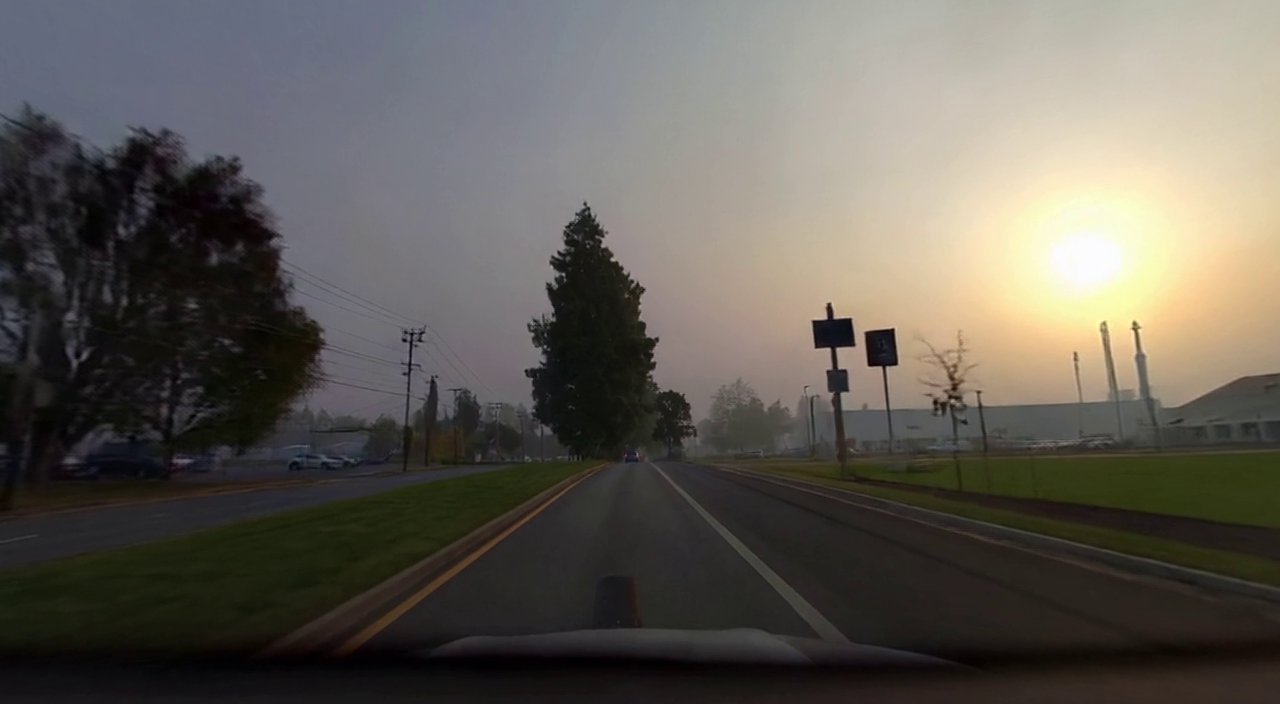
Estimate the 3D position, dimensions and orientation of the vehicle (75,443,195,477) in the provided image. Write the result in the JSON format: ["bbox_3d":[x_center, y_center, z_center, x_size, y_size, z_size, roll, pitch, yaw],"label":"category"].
[{"bbox_3d":[-23.618,5.023,29.845,1.815,1.460,4.642,0,-8,0],"label":"vehicle"}]
